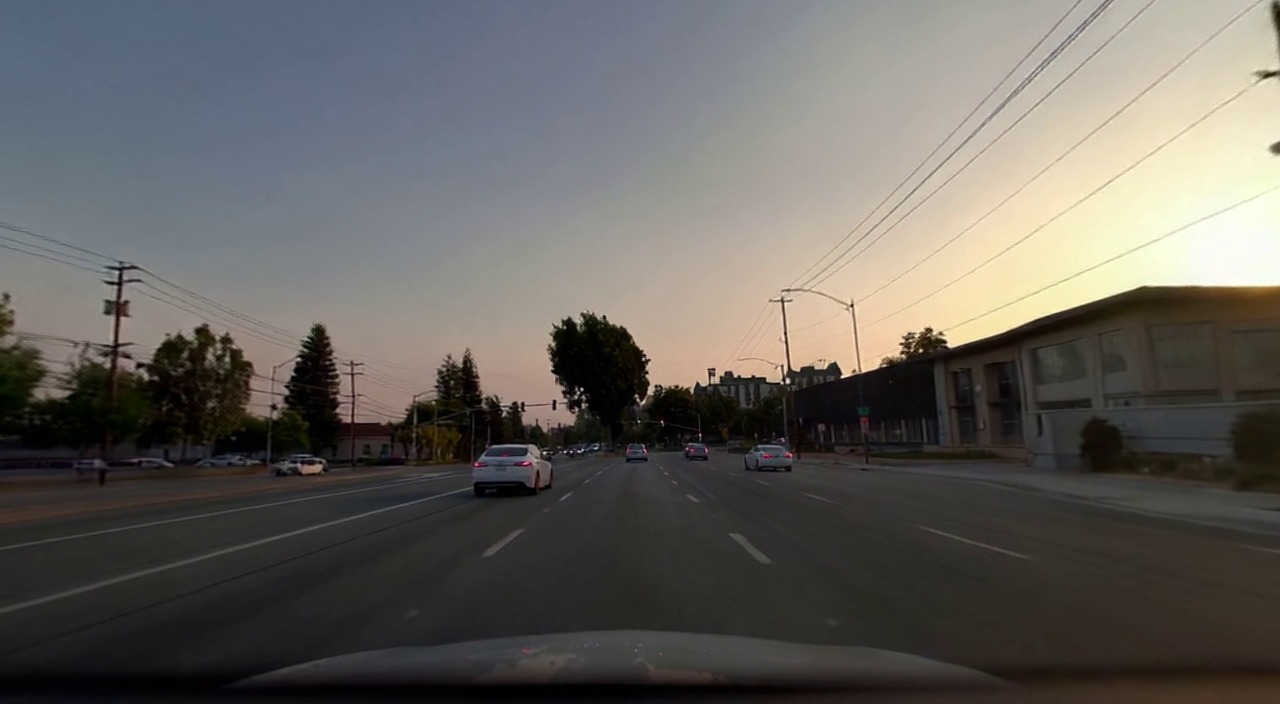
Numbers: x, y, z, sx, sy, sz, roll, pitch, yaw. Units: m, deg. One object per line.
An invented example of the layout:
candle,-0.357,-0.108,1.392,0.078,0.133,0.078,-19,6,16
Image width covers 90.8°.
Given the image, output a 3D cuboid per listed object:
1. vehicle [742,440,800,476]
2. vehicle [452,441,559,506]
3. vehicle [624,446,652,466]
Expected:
vehicle,6.565,5.366,32.134,1.945,1.706,4.190,0,-9,-1
vehicle,-3.358,3.112,16.627,1.837,1.463,4.311,0,-9,0
vehicle,-0.134,7.901,48.186,2.098,1.431,3.958,0,-9,0
